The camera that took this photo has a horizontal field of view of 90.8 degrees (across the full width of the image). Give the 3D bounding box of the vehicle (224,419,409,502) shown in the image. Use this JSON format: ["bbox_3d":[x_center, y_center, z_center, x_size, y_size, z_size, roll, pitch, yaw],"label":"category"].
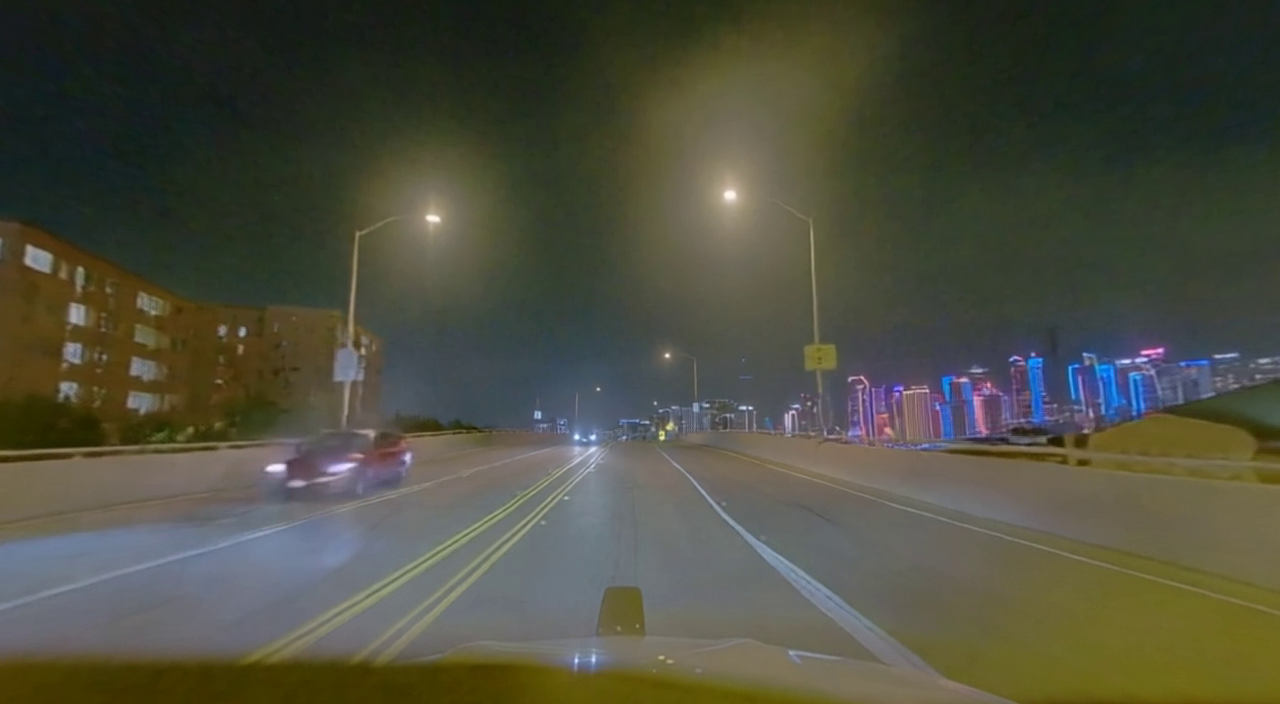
[{"bbox_3d":[-7.436,2.555,15.174,2.025,1.664,4.459,0,-9,0],"label":"vehicle"}]

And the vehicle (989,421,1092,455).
[{"bbox_3d":[26.599,5.739,42.093,5.341,1.770,2.438,4,-7,0],"label":"vehicle"}]
